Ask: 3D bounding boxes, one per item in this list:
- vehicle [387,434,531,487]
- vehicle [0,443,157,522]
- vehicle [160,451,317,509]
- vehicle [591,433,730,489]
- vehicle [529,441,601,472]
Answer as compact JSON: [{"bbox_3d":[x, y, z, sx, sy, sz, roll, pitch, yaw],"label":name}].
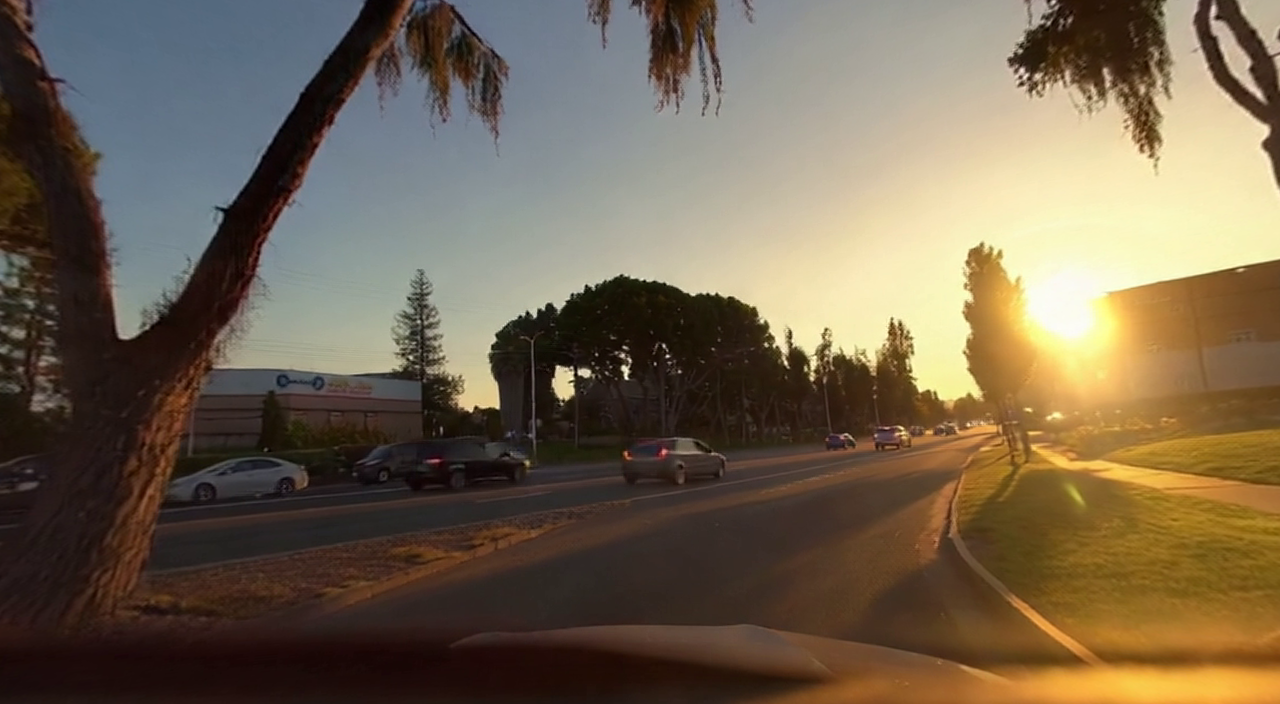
[{"bbox_3d":[-6.831,4.152,24.326,2.506,1.718,4.822,-11,-13,34],"label":"vehicle"},{"bbox_3d":[-17.421,3.720,18.326,2.294,2.000,4.788,-6,-9,29],"label":"vehicle"},{"bbox_3d":[-14.493,4.568,23.065,1.904,1.719,4.326,-5,-9,33],"label":"vehicle"},{"bbox_3d":[0.741,3.288,19.239,1.984,1.482,4.482,-7,-11,37],"label":"vehicle"},{"bbox_3d":[-4.517,6.368,38.737,1.926,1.691,4.646,-4,-8,31],"label":"vehicle"}]
